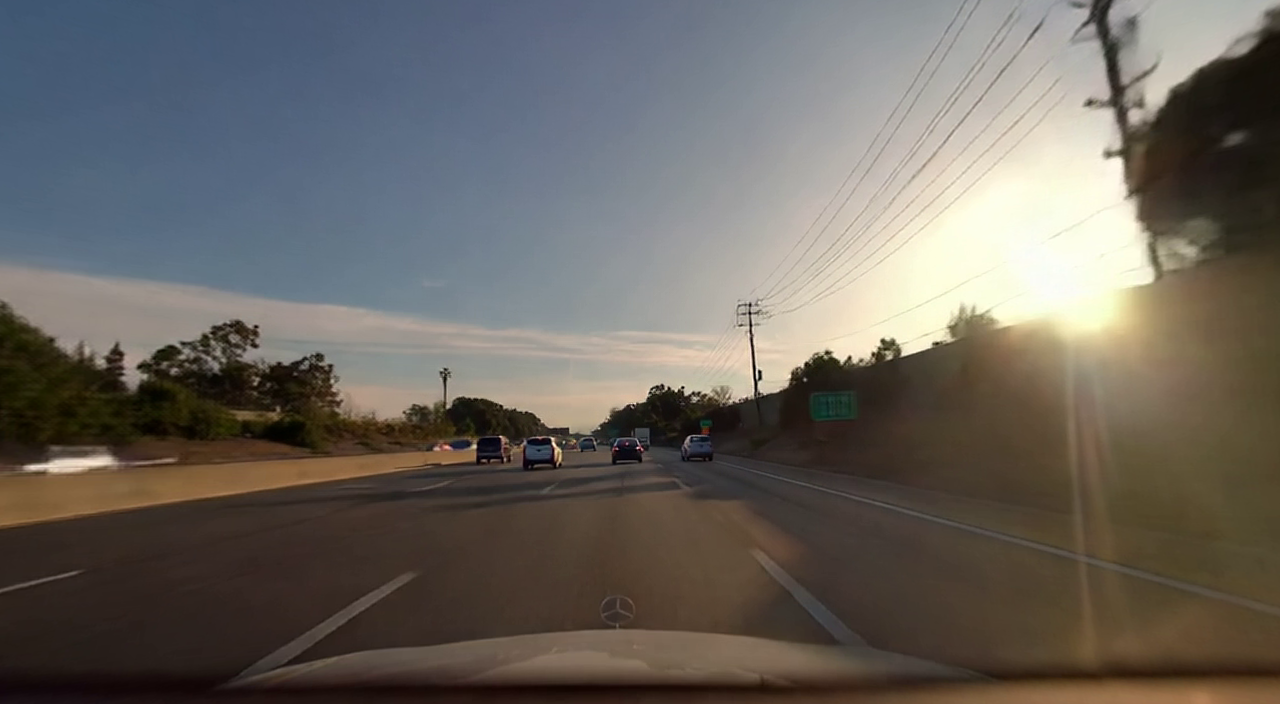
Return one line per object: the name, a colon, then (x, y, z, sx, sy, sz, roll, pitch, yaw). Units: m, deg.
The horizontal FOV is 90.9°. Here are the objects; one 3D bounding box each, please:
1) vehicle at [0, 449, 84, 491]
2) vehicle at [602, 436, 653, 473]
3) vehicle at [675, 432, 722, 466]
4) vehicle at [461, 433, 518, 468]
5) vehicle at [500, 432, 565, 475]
vehicle: (-23.637, 4.377, 23.476, 1.749, 1.435, 4.542, 0, -8, -1)
vehicle: (-0.560, 4.445, 27.702, 2.086, 1.488, 3.440, 0, -8, -1)
vehicle: (3.075, 5.185, 33.964, 1.950, 1.695, 4.446, 0, -8, -2)
vehicle: (-7.674, 5.049, 32.641, 1.980, 1.678, 4.255, 0, -8, -1)
vehicle: (-4.385, 4.192, 26.396, 1.901, 1.601, 4.610, 0, -8, 0)
